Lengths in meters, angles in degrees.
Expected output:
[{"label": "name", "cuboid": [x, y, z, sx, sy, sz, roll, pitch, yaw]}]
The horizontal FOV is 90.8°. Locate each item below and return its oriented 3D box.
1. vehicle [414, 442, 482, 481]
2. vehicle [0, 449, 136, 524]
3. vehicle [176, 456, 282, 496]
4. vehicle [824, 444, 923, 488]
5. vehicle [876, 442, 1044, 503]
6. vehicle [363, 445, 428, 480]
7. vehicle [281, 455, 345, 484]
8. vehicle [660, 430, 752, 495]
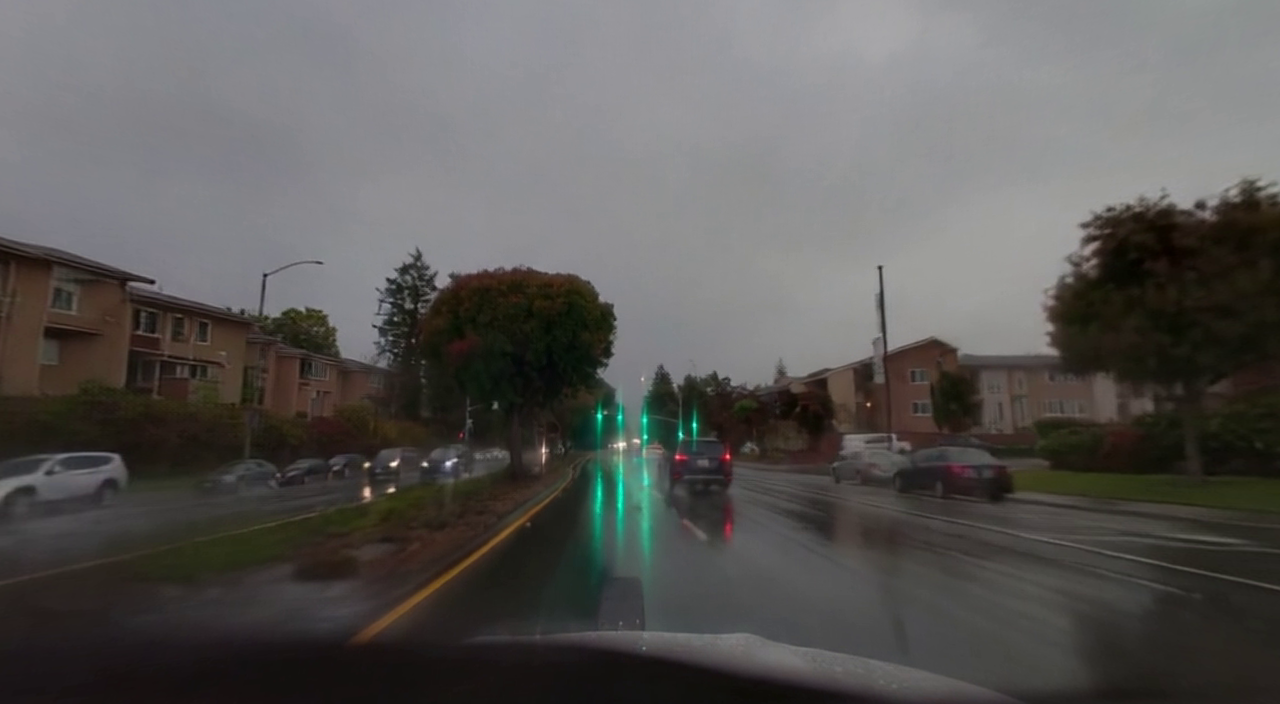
[{"label": "vehicle", "cuboid": [-9.024, 5.163, 30.047, 2.033, 1.685, 4.420, 0, -8, -3]}, {"label": "vehicle", "cuboid": [-17.862, 3.855, 18.471, 2.182, 1.840, 5.105, -2, -8, -2]}, {"label": "vehicle", "cuboid": [-19.098, 5.761, 29.667, 1.979, 1.489, 4.902, -1, -7, -4]}, {"label": "vehicle", "cuboid": [8.633, 4.237, 23.867, 1.858, 1.489, 4.556, 0, -8, -2]}, {"label": "vehicle", "cuboid": [8.945, 3.387, 18.329, 1.936, 1.485, 5.111, 0, -8, -4]}, {"label": "vehicle", "cuboid": [-13.162, 5.948, 34.298, 1.925, 1.717, 4.389, 0, -8, -3]}, {"label": "vehicle", "cuboid": [-19.980, 7.142, 38.813, 1.999, 1.462, 4.516, -1, -7, -7]}, {"label": "vehicle", "cuboid": [1.906, 3.387, 19.744, 2.085, 1.763, 4.490, 0, -8, -4]}]
